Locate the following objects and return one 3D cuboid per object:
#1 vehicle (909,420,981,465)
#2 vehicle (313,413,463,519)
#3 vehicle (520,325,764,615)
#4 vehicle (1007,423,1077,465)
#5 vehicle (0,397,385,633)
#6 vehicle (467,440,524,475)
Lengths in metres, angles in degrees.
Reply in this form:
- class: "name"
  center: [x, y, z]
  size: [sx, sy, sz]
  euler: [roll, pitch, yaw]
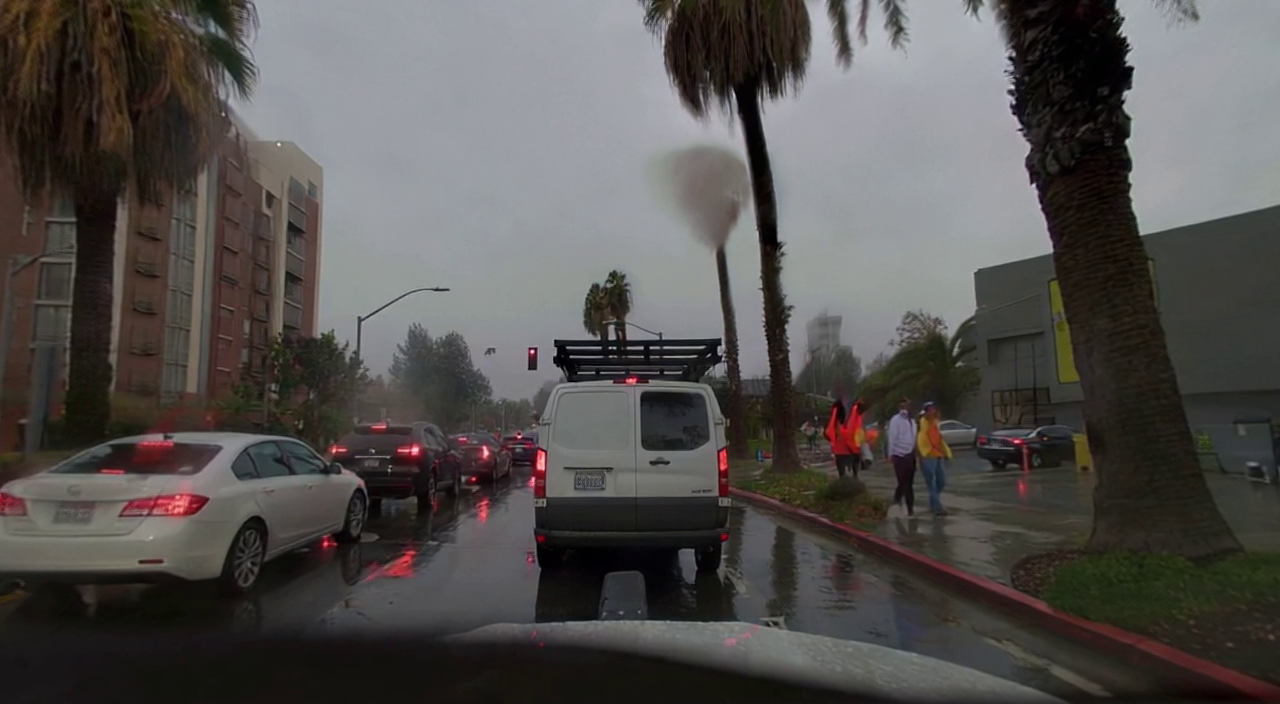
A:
- class: "vehicle"
  center: [12.644, 3.760, 26.050]
  size: [2.046, 1.675, 3.924]
  euler: [-6, -10, 33]
- class: "vehicle"
  center: [-5.215, 2.414, 13.887]
  size: [2.089, 1.854, 5.022]
  euler: [2, -9, -11]
- class: "vehicle"
  center: [-0.205, 1.221, 7.159]
  size: [1.902, 2.238, 4.263]
  euler: [1, -9, -6]
- class: "vehicle"
  center: [15.780, 3.619, 24.720]
  size: [2.048, 1.475, 3.972]
  euler: [-6, -10, 34]
- class: "vehicle"
  center: [-4.402, 1.470, 6.668]
  size: [1.986, 1.643, 4.315]
  euler: [1, -9, -6]
- class: "vehicle"
  center: [-6.847, 4.887, 29.565]
  size: [1.818, 1.479, 4.428]
  euler: [4, -9, -22]
